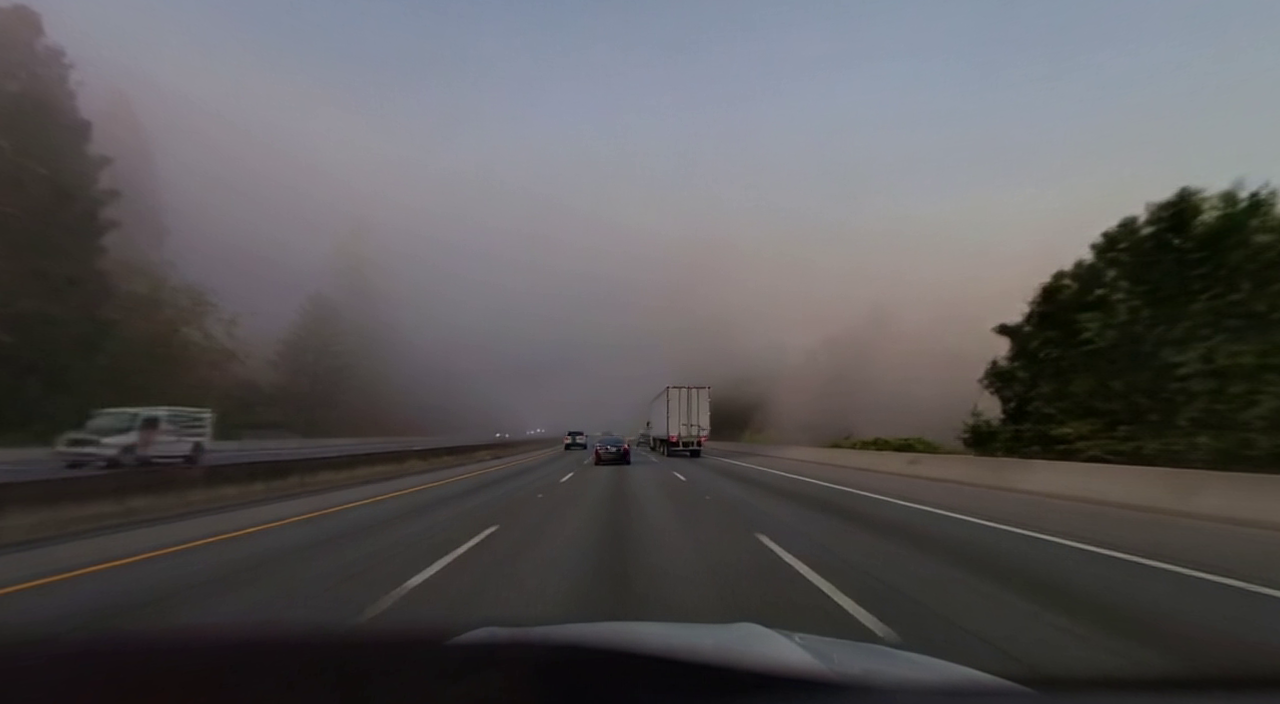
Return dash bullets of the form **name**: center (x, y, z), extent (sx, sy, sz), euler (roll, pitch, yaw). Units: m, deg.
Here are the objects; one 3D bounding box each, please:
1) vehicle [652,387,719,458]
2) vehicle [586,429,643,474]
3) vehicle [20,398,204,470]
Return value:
- **vehicle**: center (2.806, 5.158, 44.209), extent (2.946, 4.111, 14.652), euler (0, -8, -3)
- **vehicle**: center (-0.980, 3.883, 24.698), extent (2.048, 1.563, 4.087), euler (0, -8, -2)
- **vehicle**: center (-21.564, 3.434, 26.170), extent (2.466, 2.638, 6.001), euler (0, -8, -1)
